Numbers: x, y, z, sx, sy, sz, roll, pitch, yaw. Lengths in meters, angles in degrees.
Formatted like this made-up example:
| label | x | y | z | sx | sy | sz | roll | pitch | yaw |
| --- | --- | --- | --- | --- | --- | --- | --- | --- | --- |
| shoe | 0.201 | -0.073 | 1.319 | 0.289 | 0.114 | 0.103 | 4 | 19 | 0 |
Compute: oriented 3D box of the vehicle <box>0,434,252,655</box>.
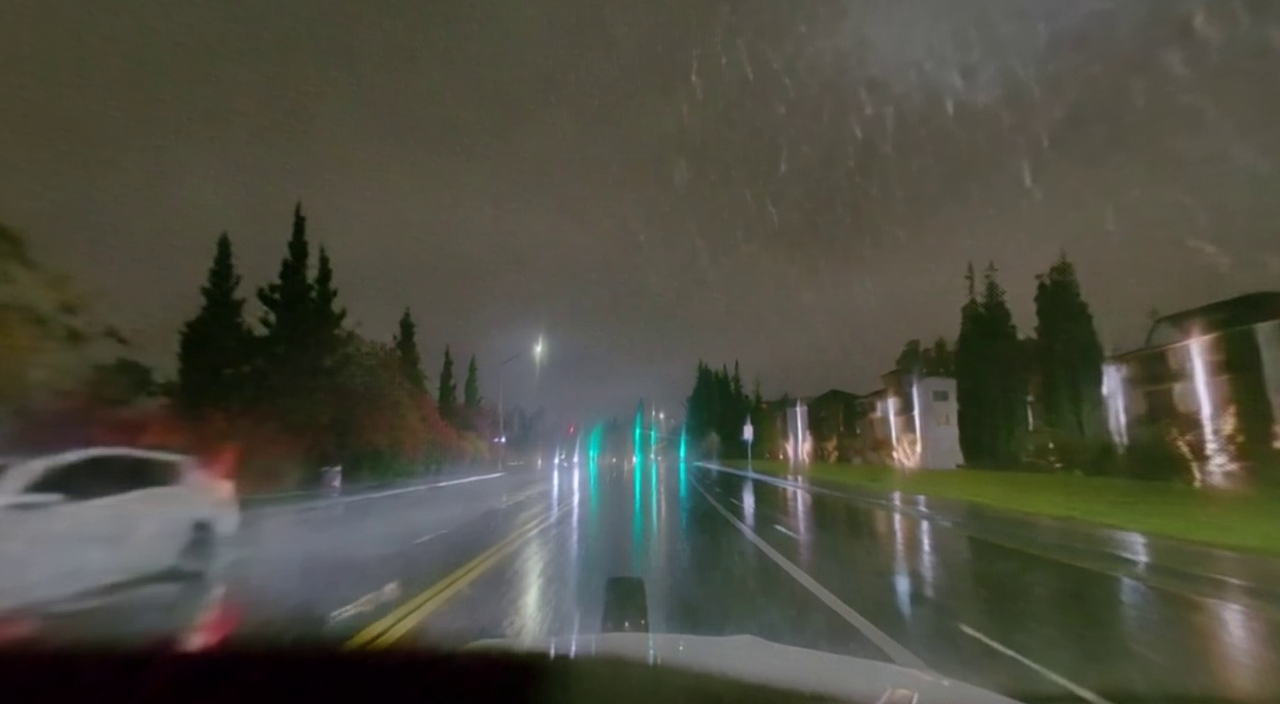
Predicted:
| label | x | y | z | sx | sy | sz | roll | pitch | yaw |
| --- | --- | --- | --- | --- | --- | --- | --- | --- | --- |
| vehicle | -5.488 | 1.405 | 4.830 | 2.133 | 1.508 | 4.535 | 0 | -8 | 0 |

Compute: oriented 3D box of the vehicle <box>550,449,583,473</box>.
| label | x | y | z | sx | sy | sz | roll | pitch | yaw |
| --- | --- | --- | --- | --- | --- | --- | --- | --- | --- |
| vehicle | -5.120 | 7.647 | 44.266 | 1.816 | 1.543 | 3.931 | 0 | -8 | 1 |
